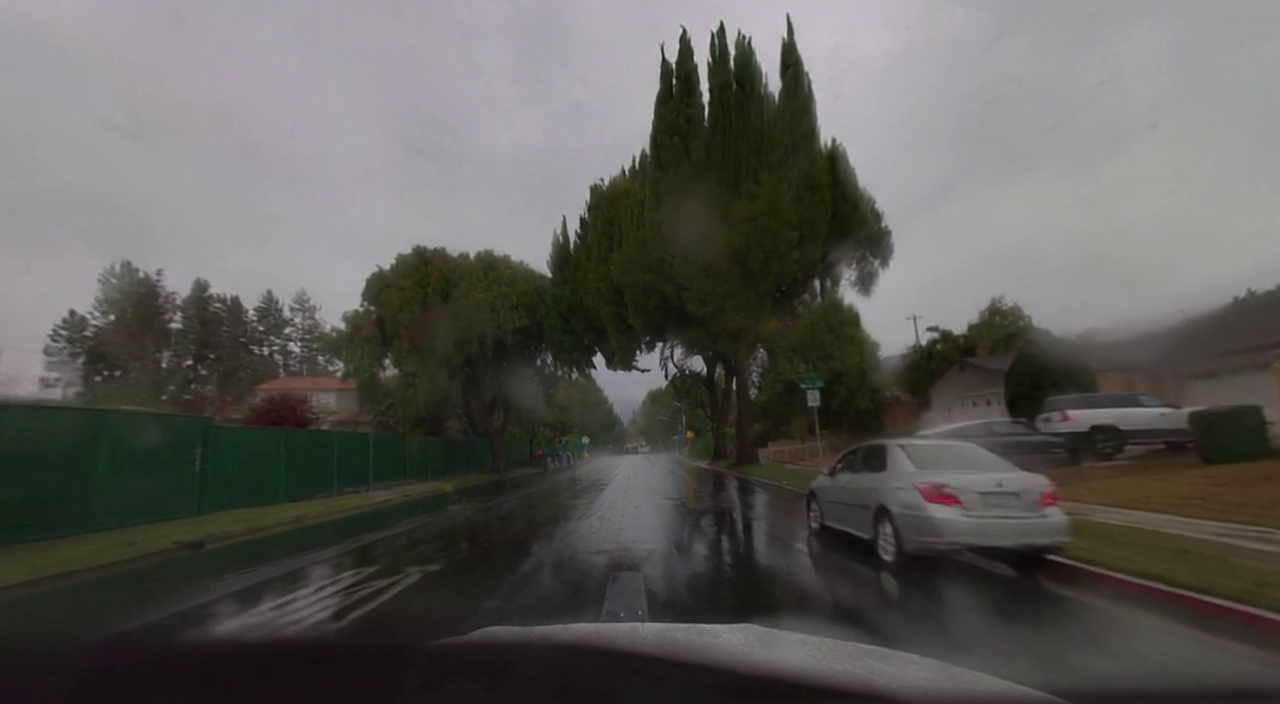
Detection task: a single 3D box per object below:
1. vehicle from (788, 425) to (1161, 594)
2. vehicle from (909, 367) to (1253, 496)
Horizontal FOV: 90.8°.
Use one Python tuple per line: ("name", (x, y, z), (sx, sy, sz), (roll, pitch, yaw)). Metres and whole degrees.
("vehicle", (3.683, 1.818, 8.383), (2.051, 1.524, 5.047), (0, -8, -2))
("vehicle", (9.708, 1.832, 14.372), (5.935, 1.911, 2.236), (-8, -10, -1))
